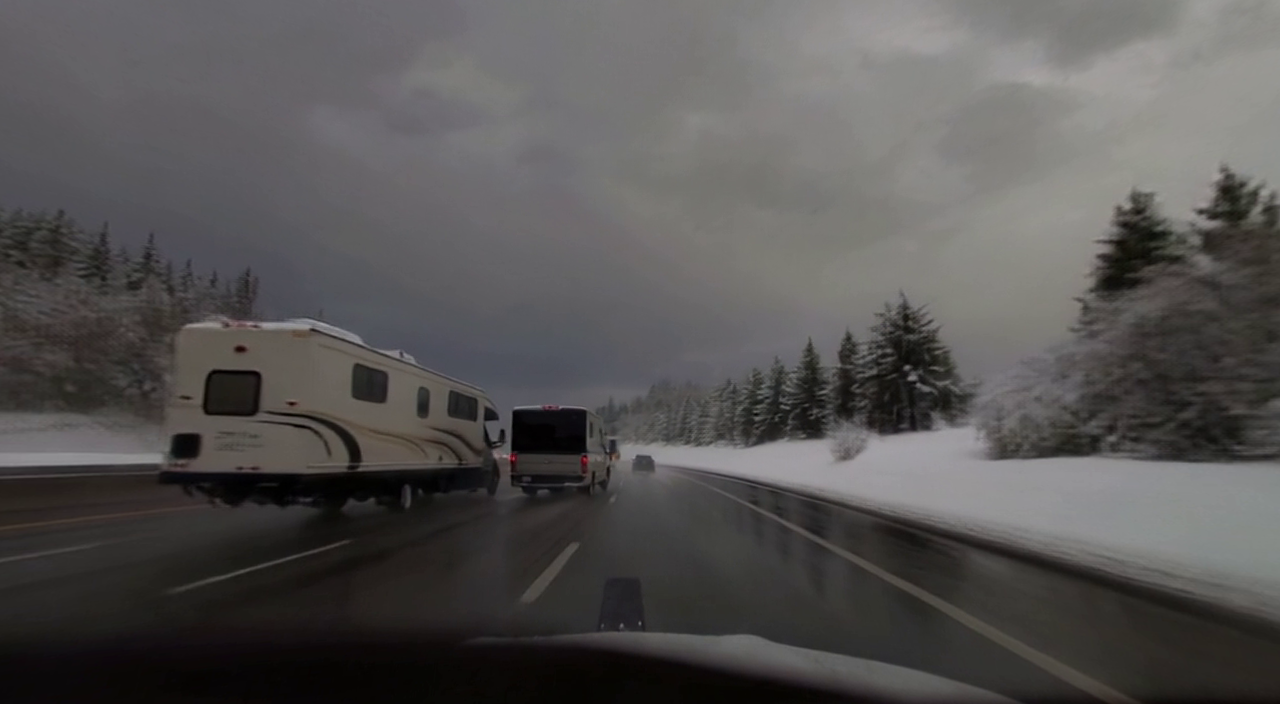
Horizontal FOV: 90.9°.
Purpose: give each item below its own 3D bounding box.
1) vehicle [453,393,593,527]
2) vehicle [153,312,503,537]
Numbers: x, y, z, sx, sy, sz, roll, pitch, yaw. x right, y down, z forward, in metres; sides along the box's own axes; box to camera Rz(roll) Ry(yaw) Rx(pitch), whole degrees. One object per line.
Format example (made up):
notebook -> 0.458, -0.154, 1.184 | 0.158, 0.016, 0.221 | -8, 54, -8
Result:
vehicle -> -2.416, 2.396, 14.200 | 2.331, 2.583, 3.743 | -1, -9, 1
vehicle -> -7.090, 2.363, 18.471 | 2.929, 4.010, 14.446 | 0, -9, 0
